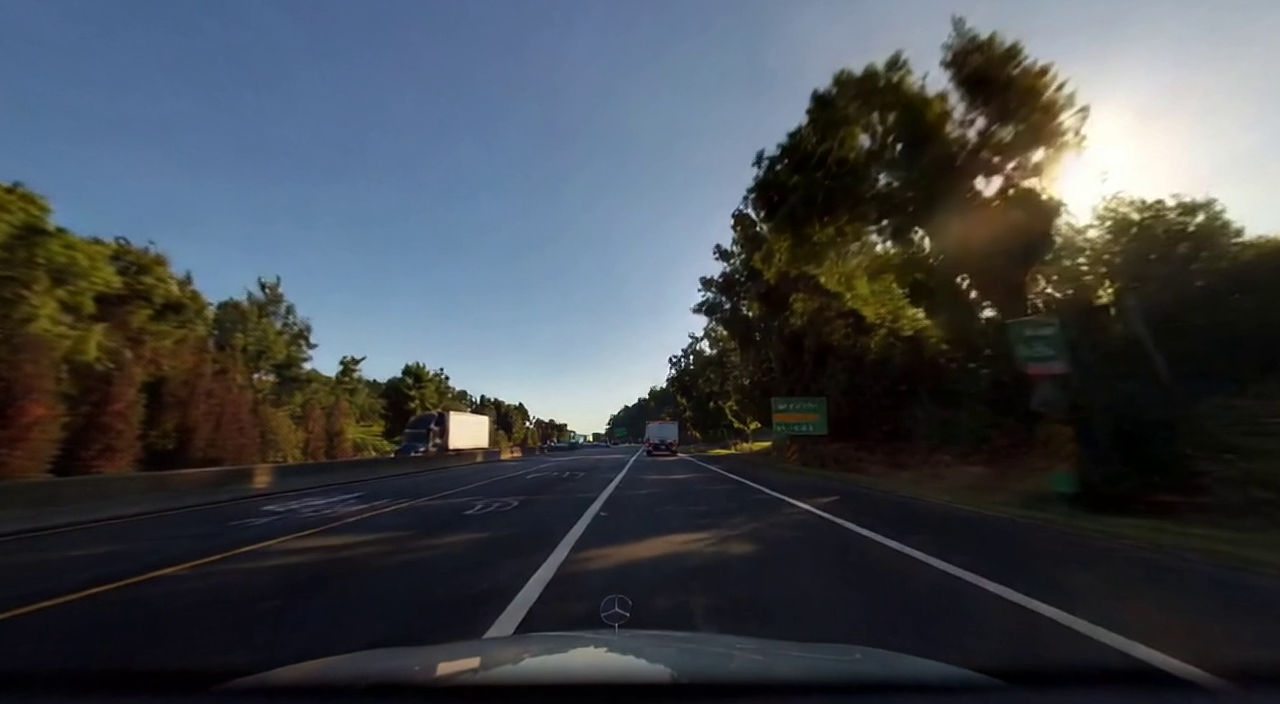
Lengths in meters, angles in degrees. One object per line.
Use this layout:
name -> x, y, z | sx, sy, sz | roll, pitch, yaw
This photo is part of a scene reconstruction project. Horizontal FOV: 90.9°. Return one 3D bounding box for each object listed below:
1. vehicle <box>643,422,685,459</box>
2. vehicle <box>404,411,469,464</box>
vehicle -> 1.533, 5.908, 42.274 | 2.495, 2.327, 5.800 | 0, -8, -1
vehicle -> -15.659, 6.629, 48.906 | 3.005, 3.785, 5.802 | 0, -8, 0
